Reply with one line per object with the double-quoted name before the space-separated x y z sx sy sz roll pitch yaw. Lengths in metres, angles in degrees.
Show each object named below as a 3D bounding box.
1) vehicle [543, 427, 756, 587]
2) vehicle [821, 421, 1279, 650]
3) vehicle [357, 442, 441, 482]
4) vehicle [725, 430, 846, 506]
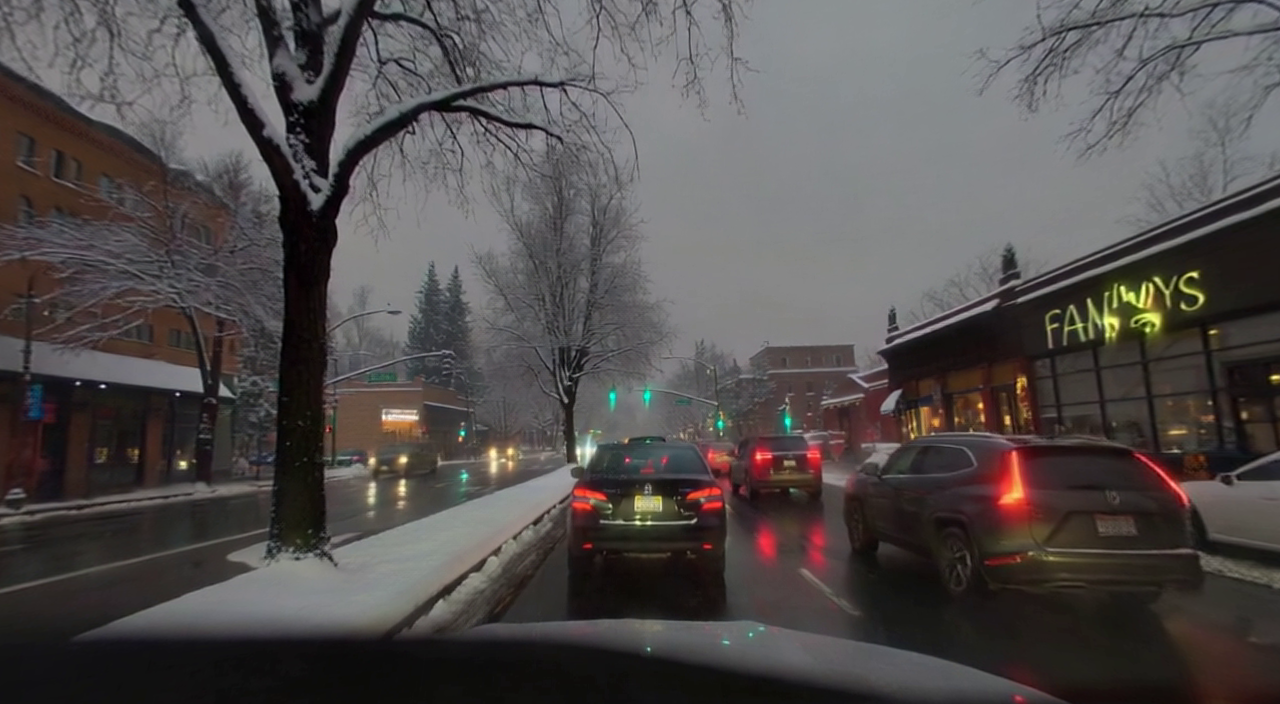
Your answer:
"vehicle" 0.061 1.732 7.808 2.006 1.487 3.535 0 -8 -1
"vehicle" 3.414 1.525 6.317 1.988 1.480 4.195 0 -8 1
"vehicle" -11.326 5.174 30.075 2.042 1.749 4.629 -1 -8 1
"vehicle" 3.544 2.914 16.322 2.025 1.660 4.334 0 -8 -1
